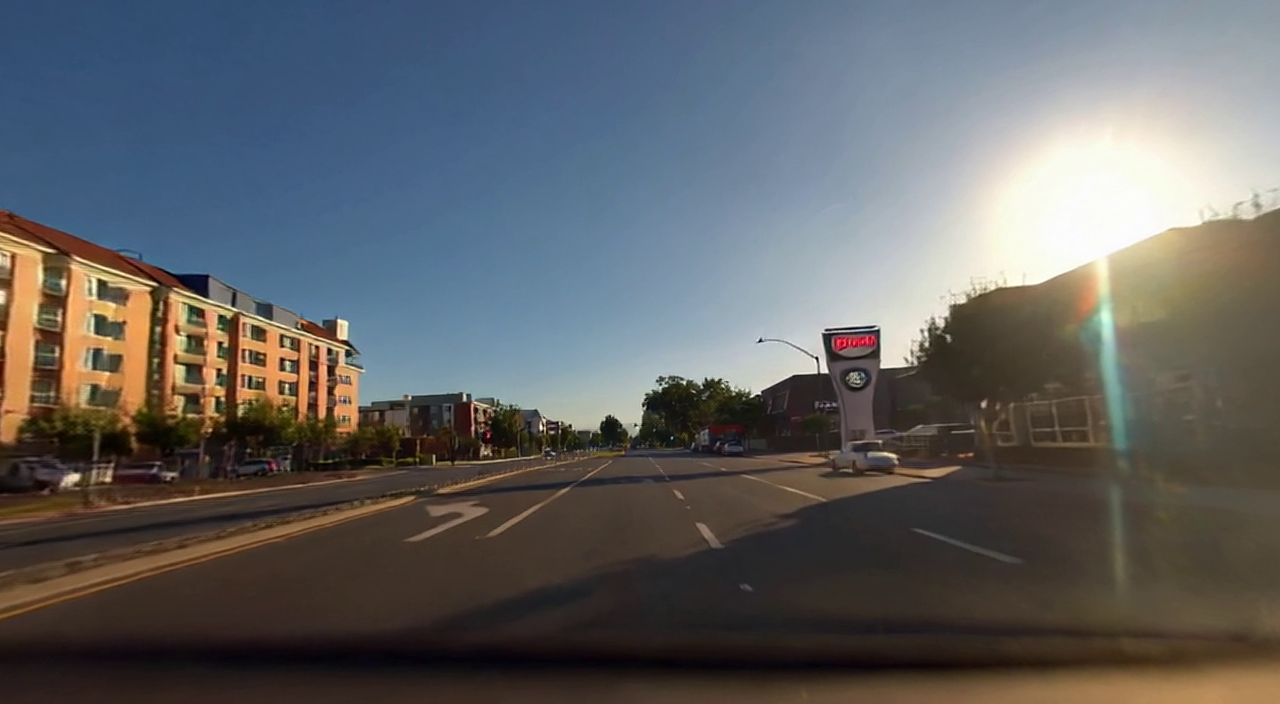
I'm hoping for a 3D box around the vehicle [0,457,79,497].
[{"bbox_3d":[-34.849,7.175,36.204,2.341,2.080,5.408,3,-11,-23],"label":"vehicle"}]

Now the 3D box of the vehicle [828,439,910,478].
[{"bbox_3d":[10.136,4.728,28.361,1.886,1.556,4.513,0,-8,-2],"label":"vehicle"}]
